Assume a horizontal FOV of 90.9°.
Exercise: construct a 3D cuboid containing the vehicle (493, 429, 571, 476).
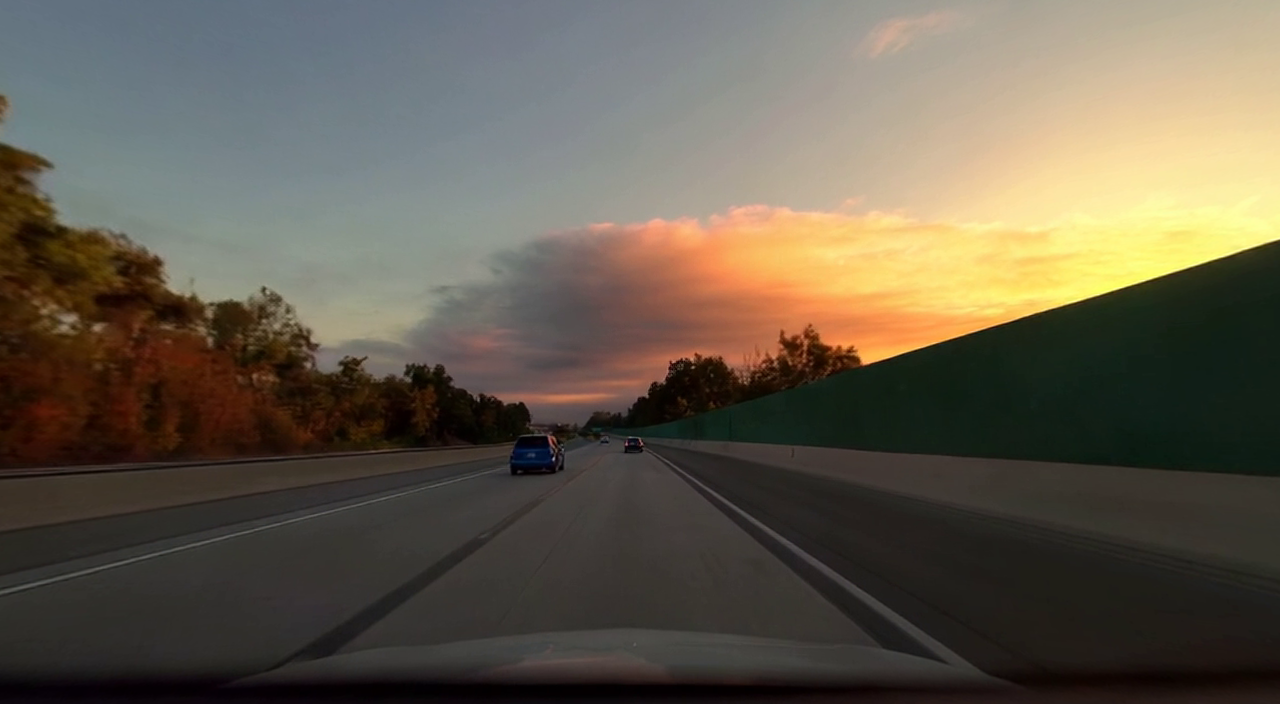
[{"bbox_3d":[-3.873,3.694,23.535,2.072,1.545,4.767,0,-8,0],"label":"vehicle"}]
